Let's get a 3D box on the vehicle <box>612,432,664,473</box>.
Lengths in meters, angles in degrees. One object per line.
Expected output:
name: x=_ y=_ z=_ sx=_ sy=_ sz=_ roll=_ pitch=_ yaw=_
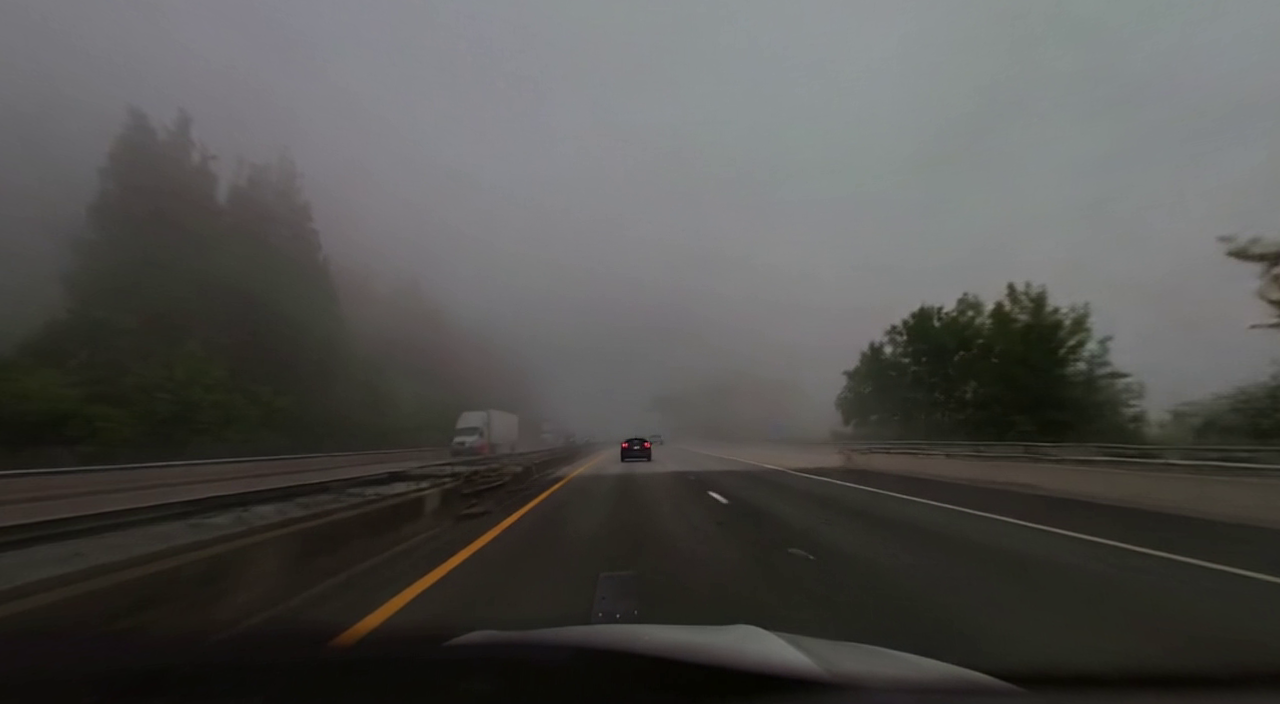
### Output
vehicle: x=-0.131 y=3.924 z=24.955 sx=1.897 sy=1.479 sz=3.724 roll=0 pitch=-8 yaw=-1
